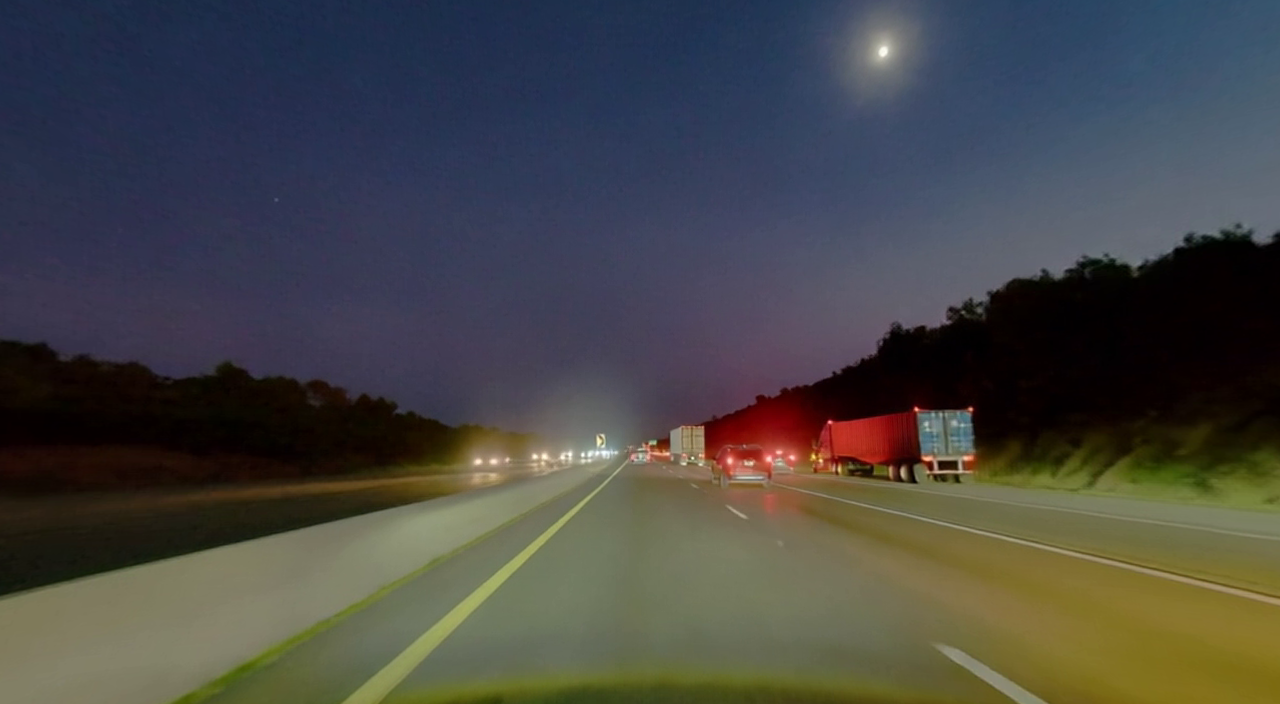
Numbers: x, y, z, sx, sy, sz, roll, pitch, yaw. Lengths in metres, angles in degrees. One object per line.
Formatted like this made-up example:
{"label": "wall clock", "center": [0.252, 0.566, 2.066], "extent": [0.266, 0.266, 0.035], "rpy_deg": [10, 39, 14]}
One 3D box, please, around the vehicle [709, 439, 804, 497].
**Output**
{"label": "vehicle", "center": [3.659, 3.749, 20.704], "extent": [2.130, 1.658, 4.537], "rpy_deg": [0, -9, -2]}

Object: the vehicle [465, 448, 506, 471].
{"label": "vehicle", "center": [-11.668, 8.152, 47.925], "extent": [1.961, 1.615, 4.473], "rpy_deg": [0, -9, 1]}
